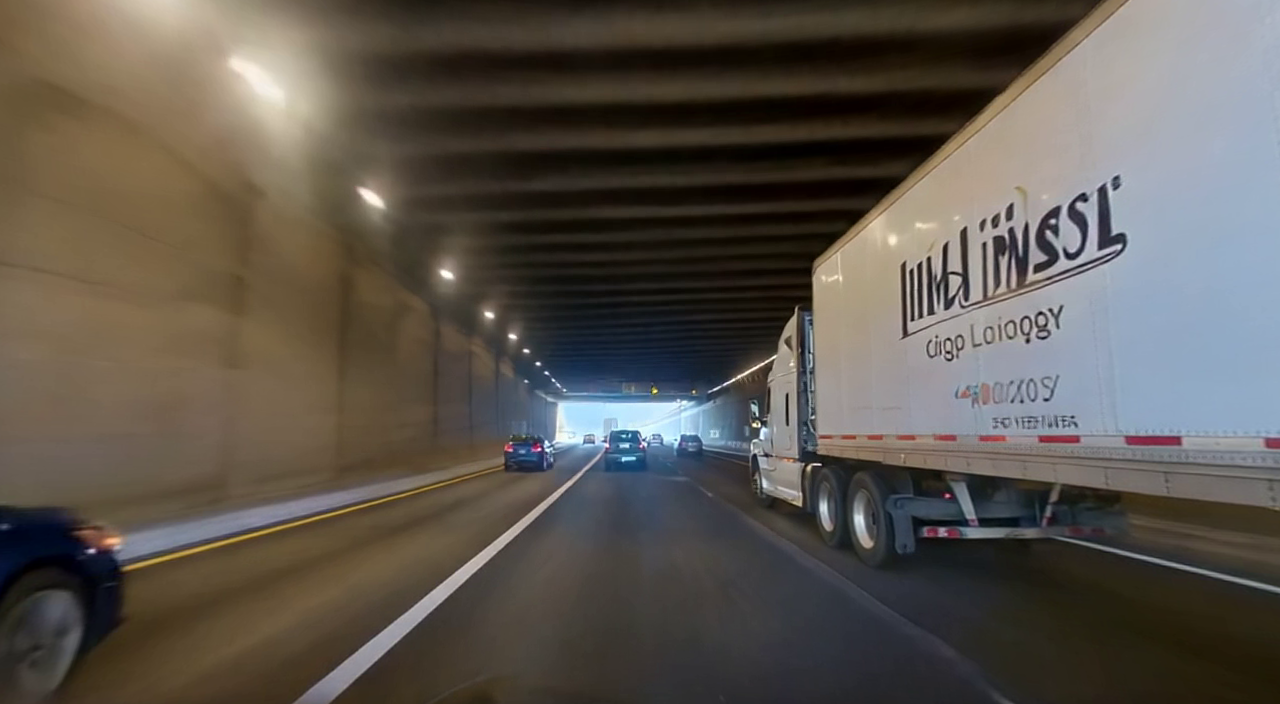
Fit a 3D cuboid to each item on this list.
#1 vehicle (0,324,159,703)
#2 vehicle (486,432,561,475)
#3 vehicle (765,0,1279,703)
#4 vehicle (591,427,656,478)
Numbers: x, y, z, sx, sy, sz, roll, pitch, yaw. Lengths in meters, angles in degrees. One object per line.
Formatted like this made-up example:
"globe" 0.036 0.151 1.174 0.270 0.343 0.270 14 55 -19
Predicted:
"vehicle" -3.305 0.648 1.618 1.826 1.695 2.870 0 -8 -1
"vehicle" -4.287 3.805 23.970 2.019 1.435 4.317 0 -8 0
"vehicle" 3.922 -0.003 4.959 2.842 4.108 14.081 0 -8 -1
"vehicle" -0.558 3.467 22.053 2.094 1.600 3.666 0 -8 -1
